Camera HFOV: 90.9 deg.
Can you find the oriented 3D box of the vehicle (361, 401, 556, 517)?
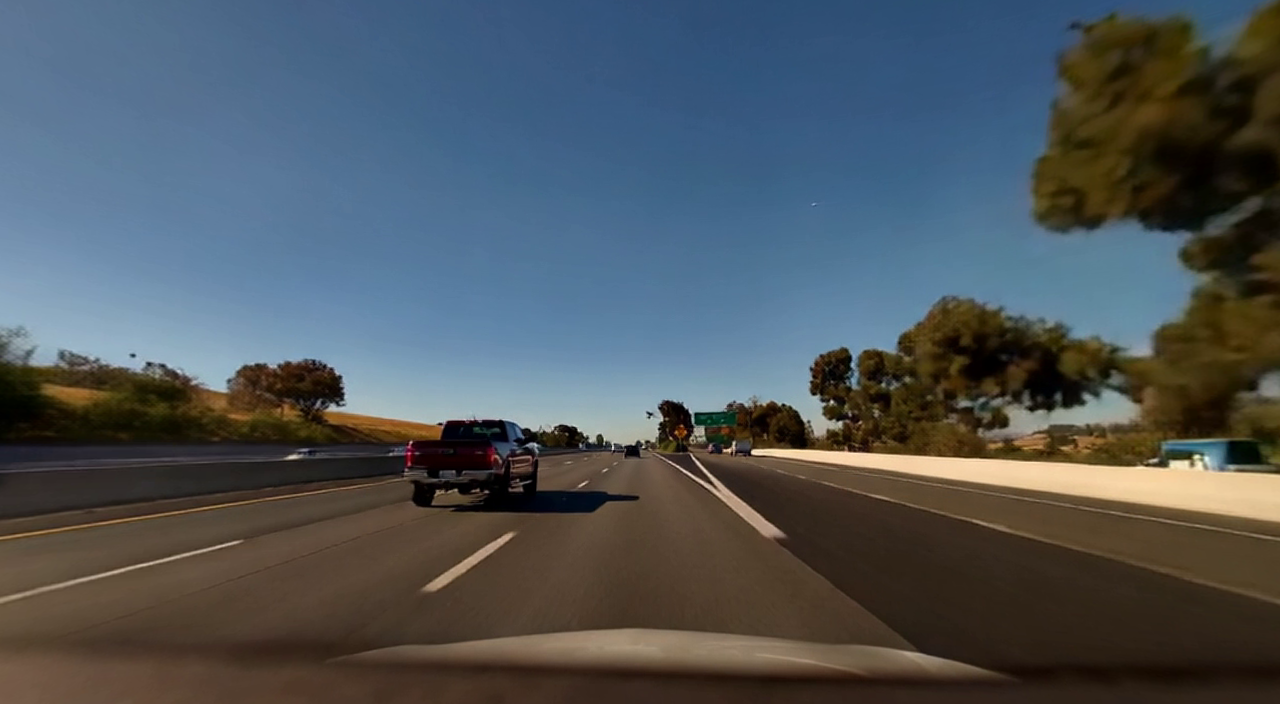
[{"bbox_3d":[-3.686,2.372,14.478,2.601,2.084,6.068,0,-8,0],"label":"vehicle"}]

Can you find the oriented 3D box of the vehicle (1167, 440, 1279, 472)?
[{"bbox_3d":[45.095,7.996,48.765,3.014,2.325,6.479,0,-9,0],"label":"vehicle"}]
